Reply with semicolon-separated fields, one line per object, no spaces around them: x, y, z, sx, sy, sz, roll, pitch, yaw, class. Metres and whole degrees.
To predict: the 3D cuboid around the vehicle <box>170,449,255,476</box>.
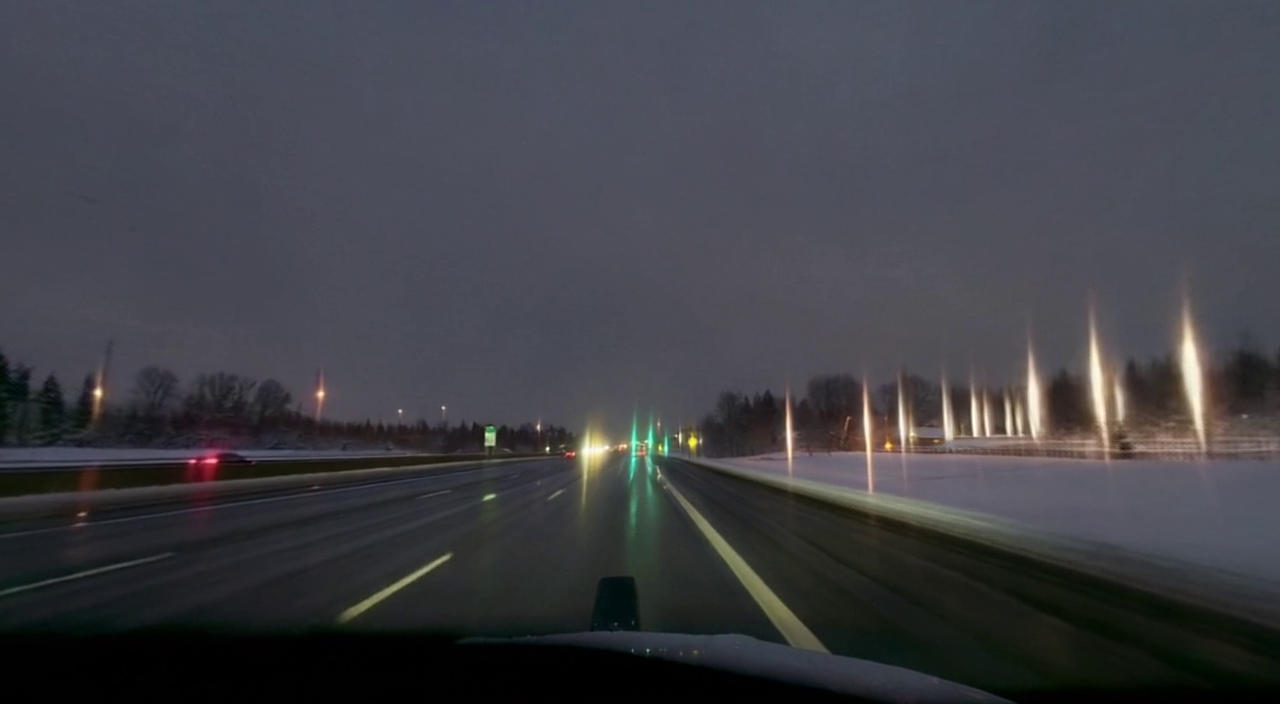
-26.524;6.873;39.445;1.923;1.563;4.762;0;-9;1;vehicle
